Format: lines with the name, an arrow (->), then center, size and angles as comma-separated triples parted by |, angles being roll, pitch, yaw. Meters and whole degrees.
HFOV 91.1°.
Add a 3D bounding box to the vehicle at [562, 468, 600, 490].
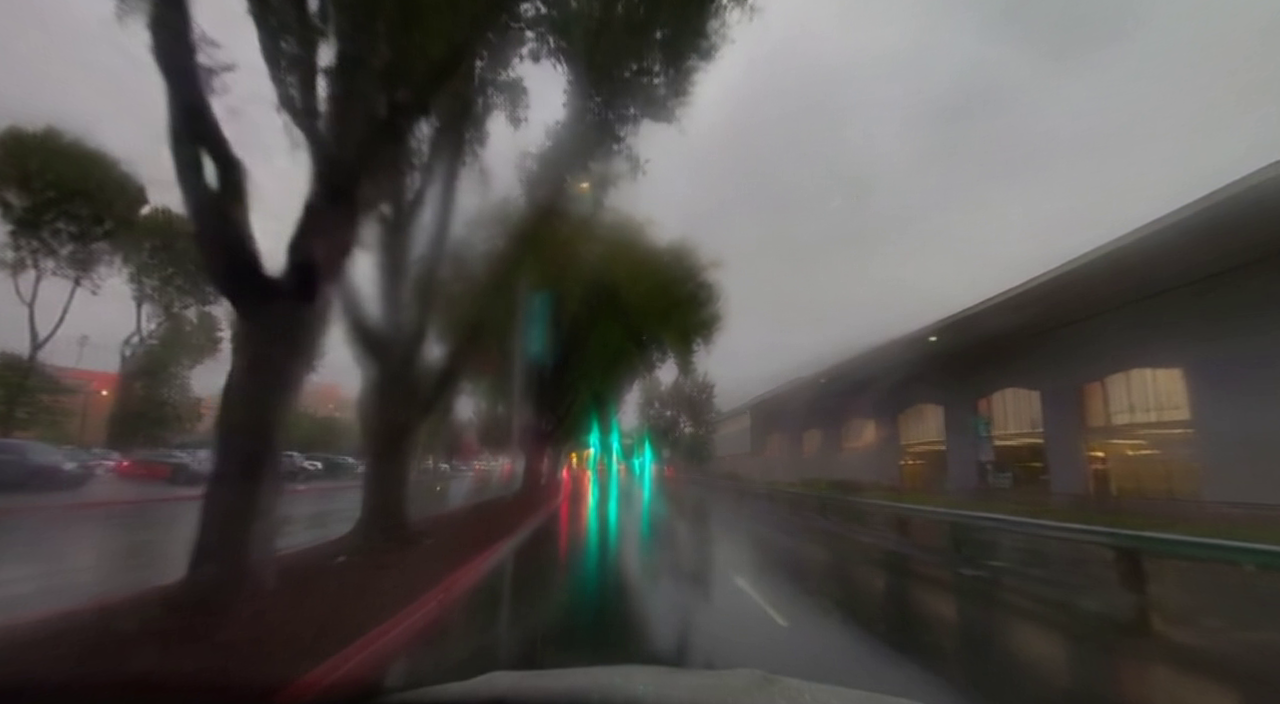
vehicle -> -3.485, 7.417, 36.850 | 1.775, 1.186, 2.933 | 3, -11, -13
